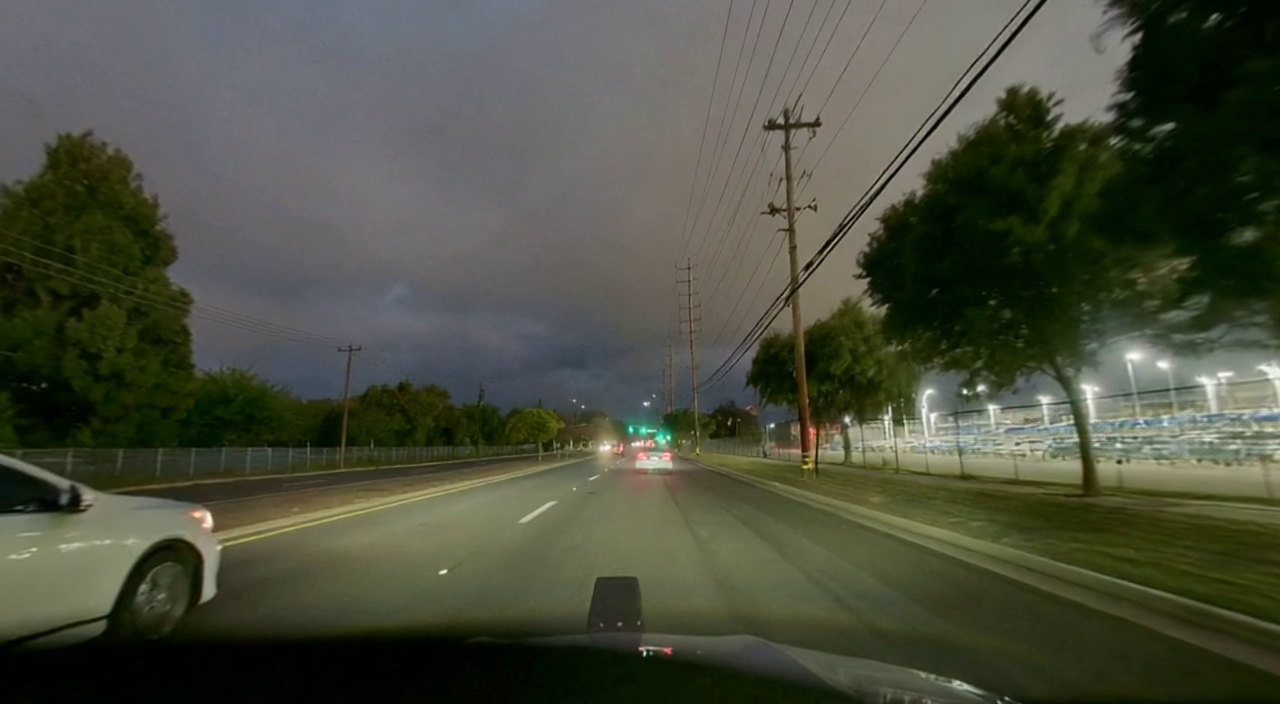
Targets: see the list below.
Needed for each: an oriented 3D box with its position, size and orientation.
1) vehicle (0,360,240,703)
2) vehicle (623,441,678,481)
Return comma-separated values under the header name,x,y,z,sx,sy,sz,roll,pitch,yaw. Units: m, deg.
name,x,y,z,sx,sy,sz,roll,pitch,yaw
vehicle,-3.893,0.808,2.286,1.950,1.692,4.397,0,-8,0
vehicle,0.412,4.436,25.774,2.059,1.486,3.980,0,-8,1
